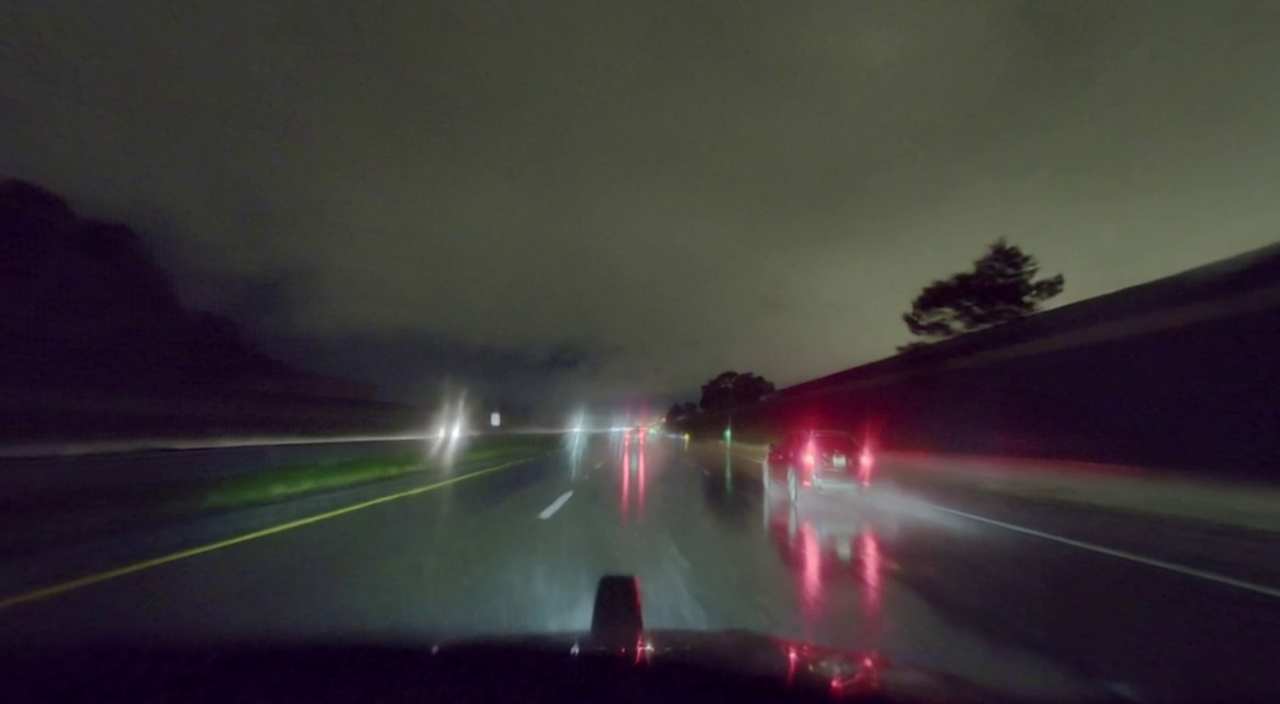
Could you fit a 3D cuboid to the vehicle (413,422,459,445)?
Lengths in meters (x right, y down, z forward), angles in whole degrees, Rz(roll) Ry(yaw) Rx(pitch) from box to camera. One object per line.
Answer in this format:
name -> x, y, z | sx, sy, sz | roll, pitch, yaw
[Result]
vehicle -> -15.797, 6.367, 48.921 | 1.969, 1.645, 4.421 | 1, -8, 2
